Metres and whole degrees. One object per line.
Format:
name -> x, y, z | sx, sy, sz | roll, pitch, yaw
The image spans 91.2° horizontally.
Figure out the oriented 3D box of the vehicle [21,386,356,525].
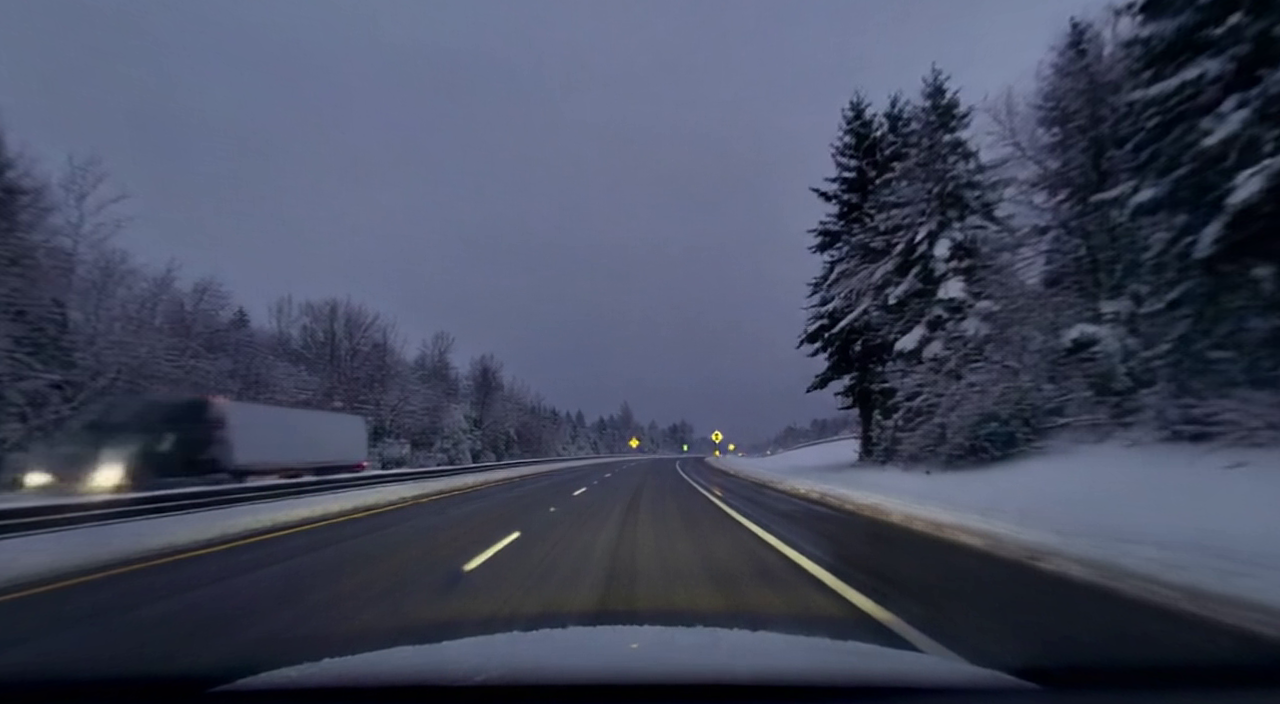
vehicle -> -16.407, 4.101, 25.447 | 2.910, 4.014, 14.092 | -1, -9, 1
